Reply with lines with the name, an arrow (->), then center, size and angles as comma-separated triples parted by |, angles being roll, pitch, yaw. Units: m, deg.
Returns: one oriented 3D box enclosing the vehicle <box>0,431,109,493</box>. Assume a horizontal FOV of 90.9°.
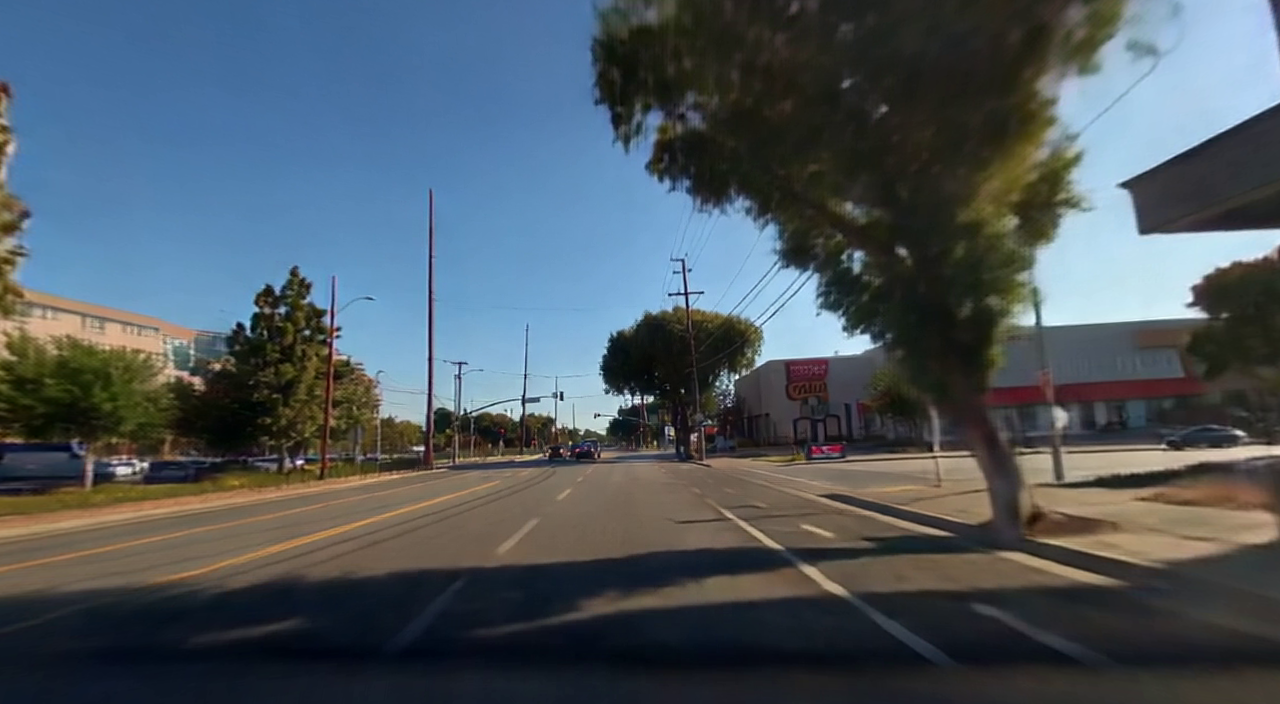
vehicle -> -40.447, 6.950, 40.072 | 9.636, 3.788, 2.949 | 2, -9, -10
